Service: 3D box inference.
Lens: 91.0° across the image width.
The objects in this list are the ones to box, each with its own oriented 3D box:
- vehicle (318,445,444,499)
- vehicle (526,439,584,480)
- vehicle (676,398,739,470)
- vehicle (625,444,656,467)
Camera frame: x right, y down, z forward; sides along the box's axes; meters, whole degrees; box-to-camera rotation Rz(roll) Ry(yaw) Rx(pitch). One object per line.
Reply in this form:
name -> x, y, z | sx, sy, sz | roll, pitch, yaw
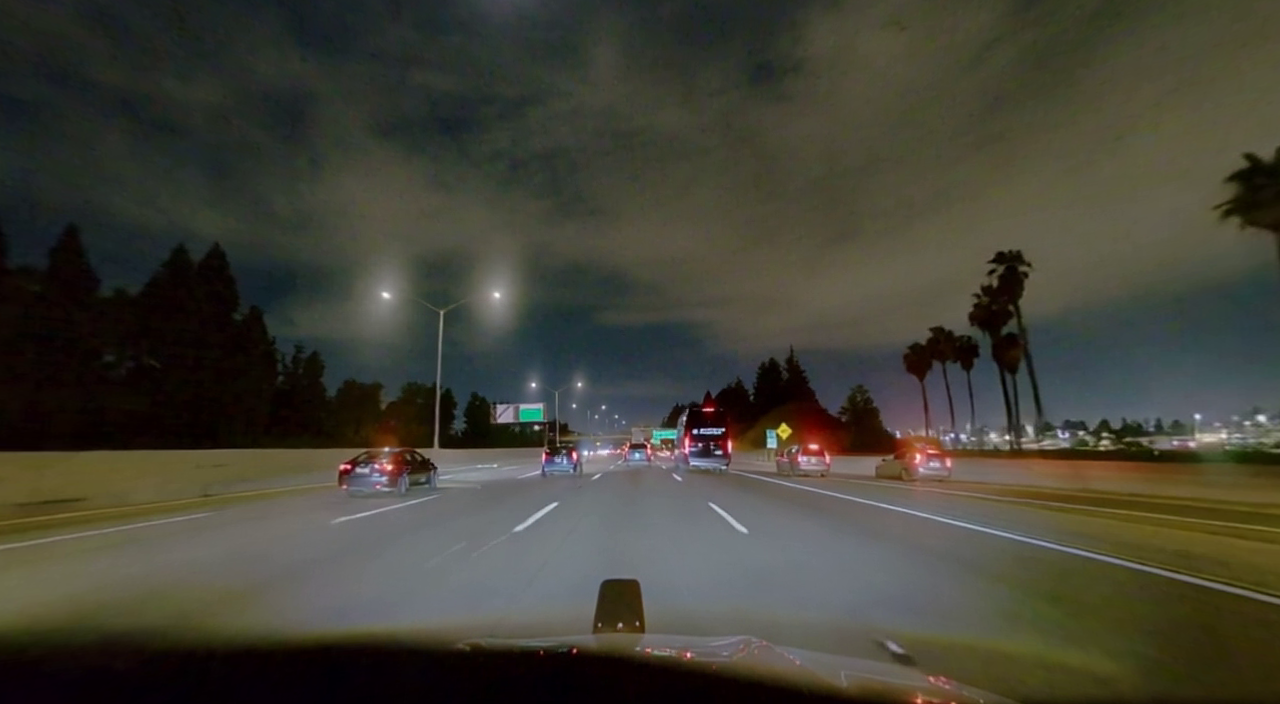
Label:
vehicle -> -7.909, 3.685, 19.758 | 2.050, 1.487, 4.372 | 0, -9, 0
vehicle -> -3.737, 4.800, 28.424 | 2.017, 1.683, 4.094 | 0, -9, 1
vehicle -> 3.975, 5.164, 39.155 | 3.086, 3.984, 8.371 | 0, -9, 1
vehicle -> 0.023, 7.120, 43.423 | 2.085, 1.507, 4.096 | 0, -9, 0
